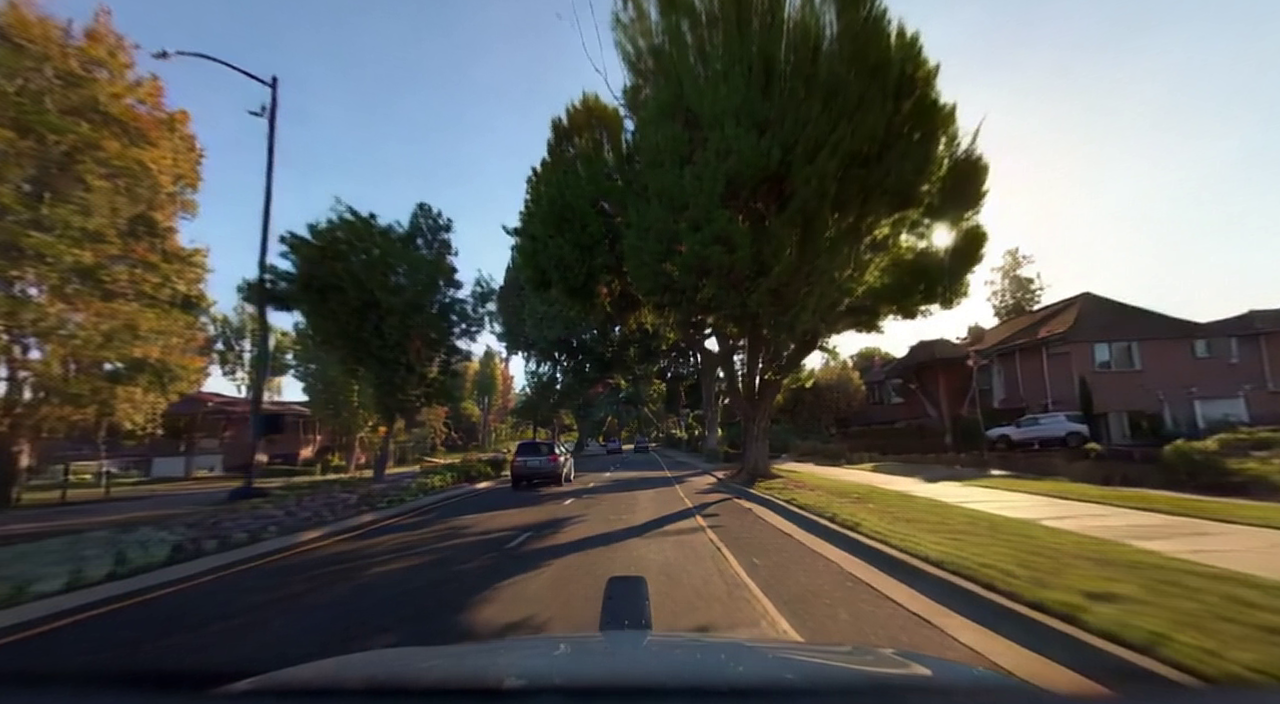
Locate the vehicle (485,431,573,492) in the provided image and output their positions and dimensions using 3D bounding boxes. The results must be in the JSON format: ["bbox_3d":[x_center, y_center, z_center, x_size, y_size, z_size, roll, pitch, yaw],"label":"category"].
[{"bbox_3d":[-3.517,3.572,20.919,2.073,1.770,4.302,0,-8,1],"label":"vehicle"}]

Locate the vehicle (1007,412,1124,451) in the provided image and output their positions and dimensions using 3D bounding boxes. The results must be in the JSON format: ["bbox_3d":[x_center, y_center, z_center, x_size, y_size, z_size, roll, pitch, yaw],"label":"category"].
[{"bbox_3d":[17.876,3.445,26.854,1.939,1.477,5.129,-1,-9,7],"label":"vehicle"}]
